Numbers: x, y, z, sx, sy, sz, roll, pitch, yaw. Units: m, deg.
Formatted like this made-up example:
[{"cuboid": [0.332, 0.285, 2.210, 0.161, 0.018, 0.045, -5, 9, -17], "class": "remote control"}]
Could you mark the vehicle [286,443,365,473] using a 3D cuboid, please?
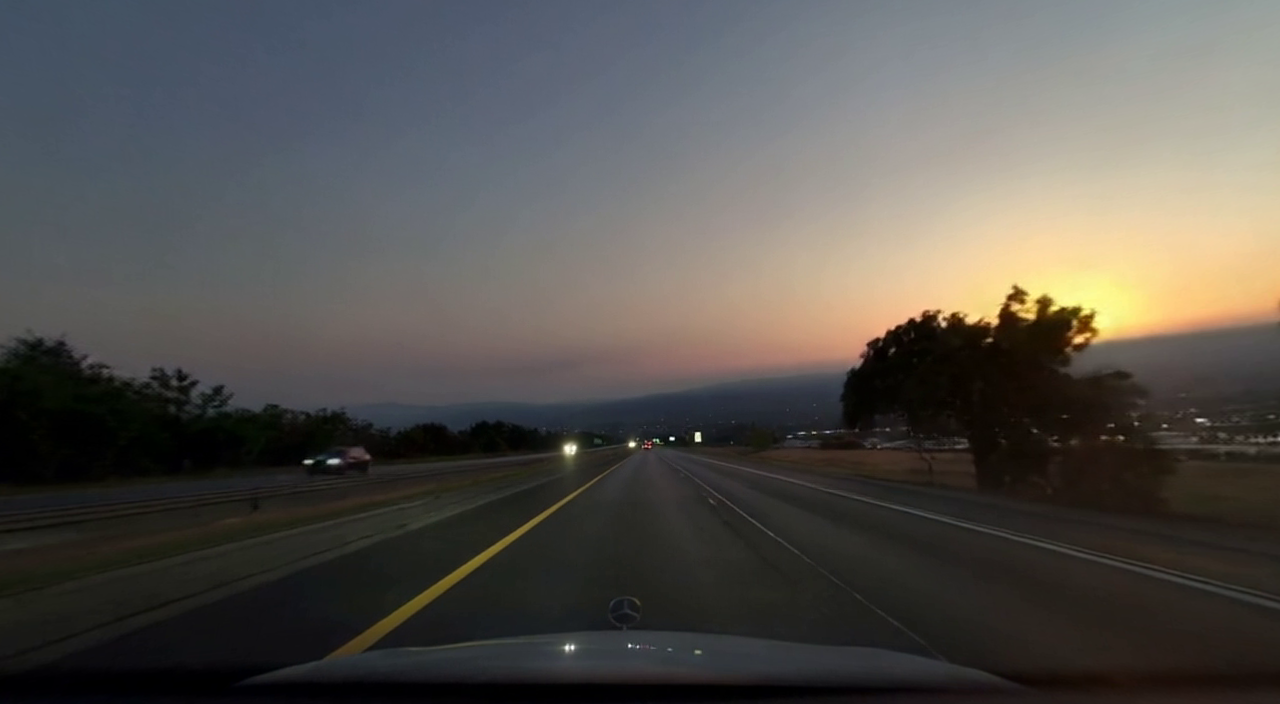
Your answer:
[{"cuboid": [-17.061, 5.740, 34.469, 1.941, 1.514, 4.359, 0, -8, 1], "class": "vehicle"}]
